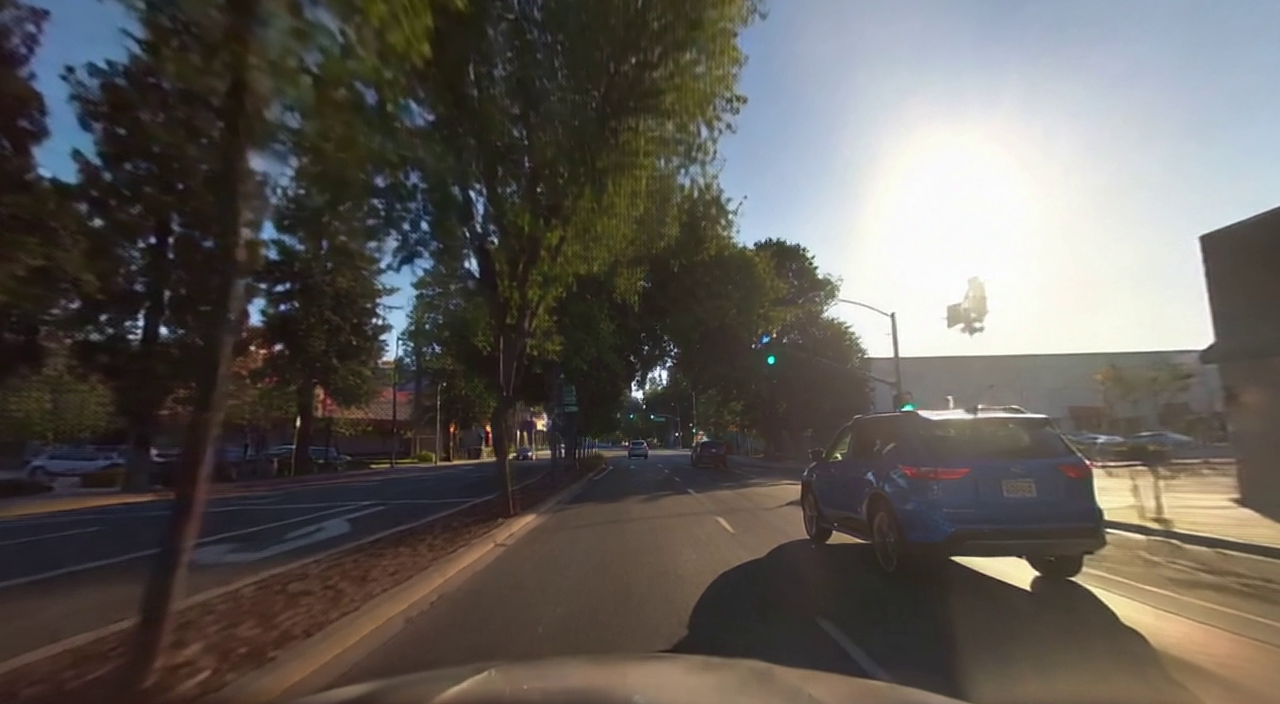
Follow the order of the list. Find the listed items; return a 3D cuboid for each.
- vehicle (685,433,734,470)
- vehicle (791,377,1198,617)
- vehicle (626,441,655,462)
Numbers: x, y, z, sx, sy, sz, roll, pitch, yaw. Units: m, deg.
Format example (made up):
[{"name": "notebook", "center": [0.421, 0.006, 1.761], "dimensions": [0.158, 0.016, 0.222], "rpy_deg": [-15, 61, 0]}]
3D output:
[{"name": "vehicle", "center": [3.661, 5.355, 34.079], "dimensions": [2.085, 1.828, 5.383], "rpy_deg": [0, -8, 1]}, {"name": "vehicle", "center": [3.288, 1.439, 7.146], "dimensions": [2.033, 1.865, 4.360], "rpy_deg": [0, -8, 0]}, {"name": "vehicle", "center": [0.047, 7.512, 47.790], "dimensions": [2.131, 1.474, 4.146], "rpy_deg": [0, -8, 0]}]
